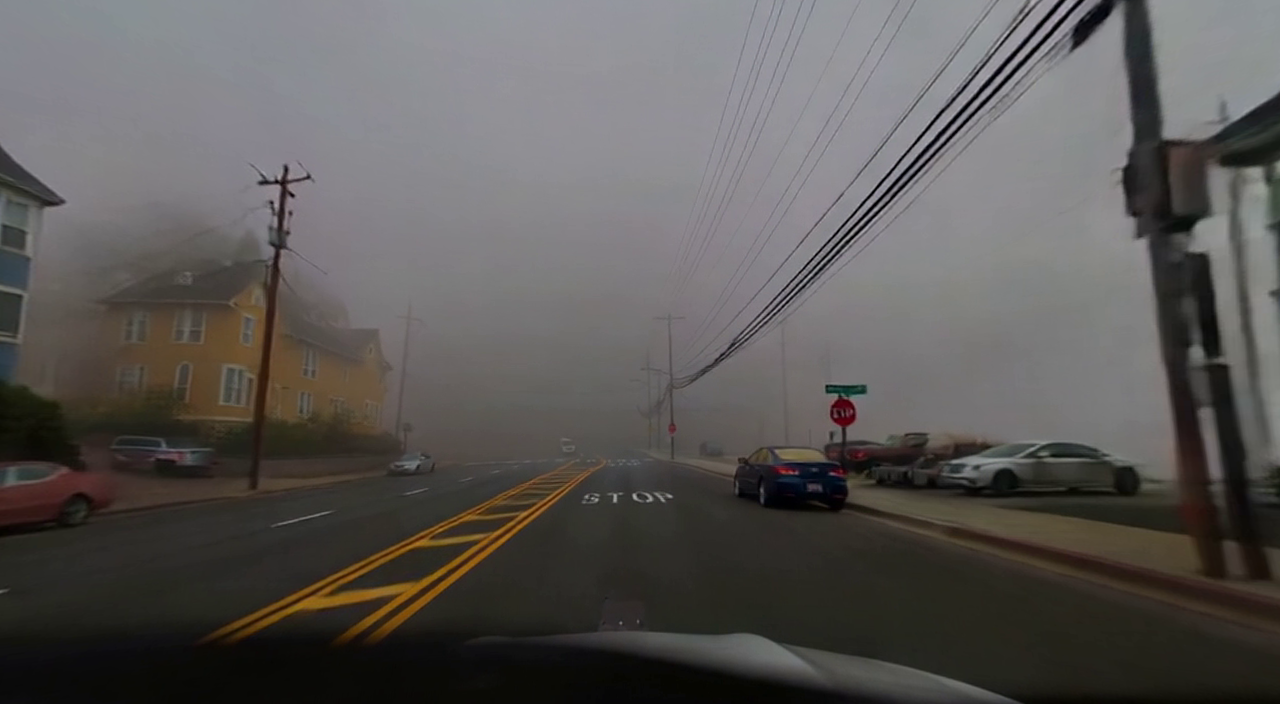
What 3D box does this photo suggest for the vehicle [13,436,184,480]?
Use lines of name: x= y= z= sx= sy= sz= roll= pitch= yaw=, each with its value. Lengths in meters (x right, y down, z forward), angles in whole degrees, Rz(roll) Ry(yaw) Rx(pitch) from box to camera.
vehicle: x=-21.597 y=4.219 z=25.373 sx=4.819 sy=1.646 sz=2.093 roll=0 pitch=-8 yaw=-2

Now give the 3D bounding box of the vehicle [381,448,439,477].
vehicle: x=-12.959 y=6.229 z=35.844 sx=1.957 sy=1.459 sz=4.913 roll=1 pitch=-8 yaw=-7

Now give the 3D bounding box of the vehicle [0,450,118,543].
vehicle: x=-11.695 y=2.517 z=11.136 sx=1.936 sy=1.516 sz=3.647 roll=0 pitch=-8 yaw=-3

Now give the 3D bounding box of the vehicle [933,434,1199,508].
vehicle: x=9.317 y=2.641 z=14.420 sx=4.658 sy=1.465 sz=2.025 roll=-4 pitch=-9 yaw=24

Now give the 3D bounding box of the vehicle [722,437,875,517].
vehicle: x=3.205 y=2.642 z=13.951 sx=1.917 sy=1.434 sz=4.733 roll=0 pitch=-8 yaw=-3
